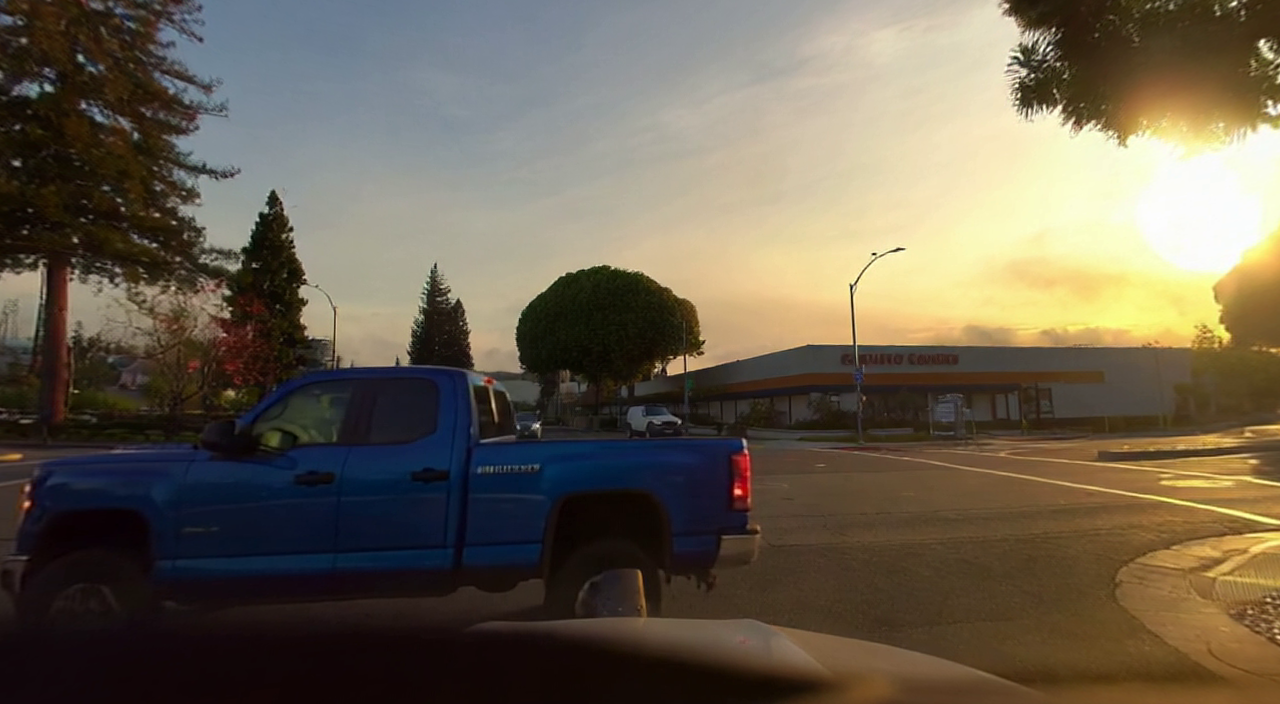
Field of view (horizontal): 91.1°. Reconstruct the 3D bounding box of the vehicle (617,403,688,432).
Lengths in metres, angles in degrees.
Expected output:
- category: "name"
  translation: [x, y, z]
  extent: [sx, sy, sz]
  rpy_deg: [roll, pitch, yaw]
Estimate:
- category: "vehicle"
  translation: [0.819, 4.780, 45.316]
  extent: [2.435, 1.858, 5.585]
  rpy_deg: [5, -10, -32]
